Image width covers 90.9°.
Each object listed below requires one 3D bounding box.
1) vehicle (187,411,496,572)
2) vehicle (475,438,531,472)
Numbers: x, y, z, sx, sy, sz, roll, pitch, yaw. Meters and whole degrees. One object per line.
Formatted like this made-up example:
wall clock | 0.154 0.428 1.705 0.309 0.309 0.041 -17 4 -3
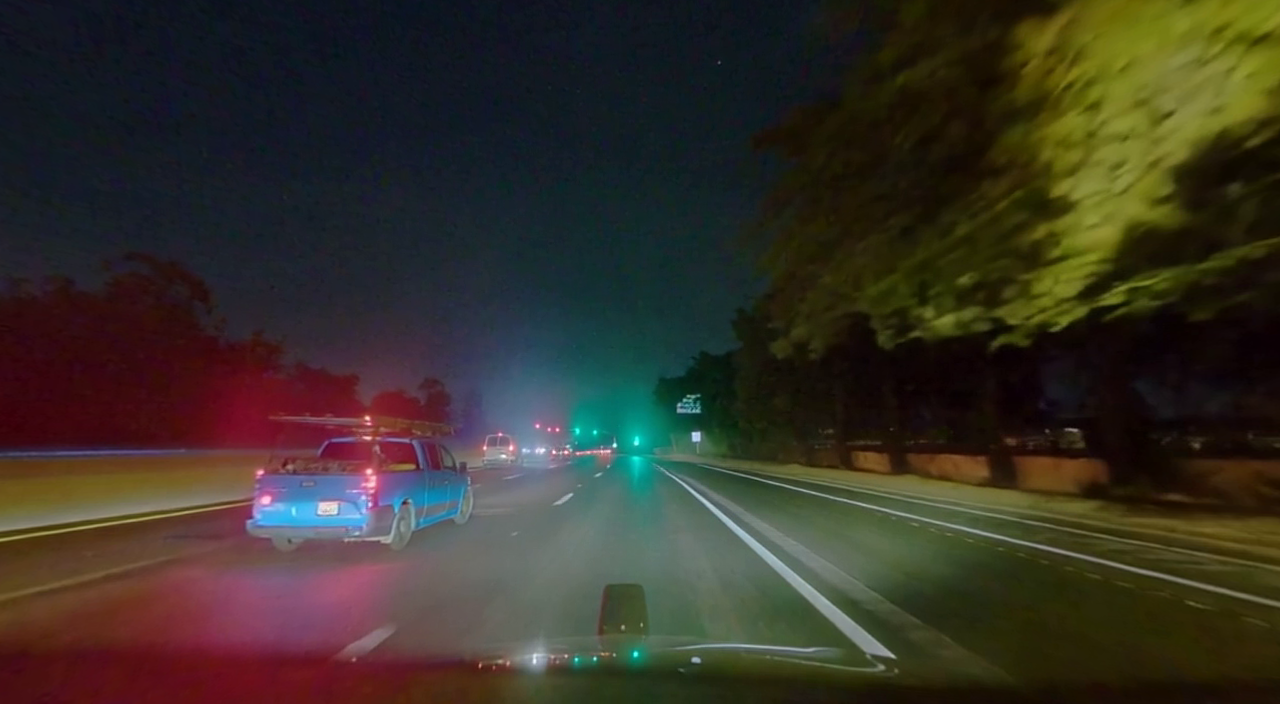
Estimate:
vehicle | -3.701 1.834 9.118 2.040 1.679 4.865 0 -9 0
vehicle | -7.562 5.746 35.250 2.093 1.752 4.771 0 -9 0
